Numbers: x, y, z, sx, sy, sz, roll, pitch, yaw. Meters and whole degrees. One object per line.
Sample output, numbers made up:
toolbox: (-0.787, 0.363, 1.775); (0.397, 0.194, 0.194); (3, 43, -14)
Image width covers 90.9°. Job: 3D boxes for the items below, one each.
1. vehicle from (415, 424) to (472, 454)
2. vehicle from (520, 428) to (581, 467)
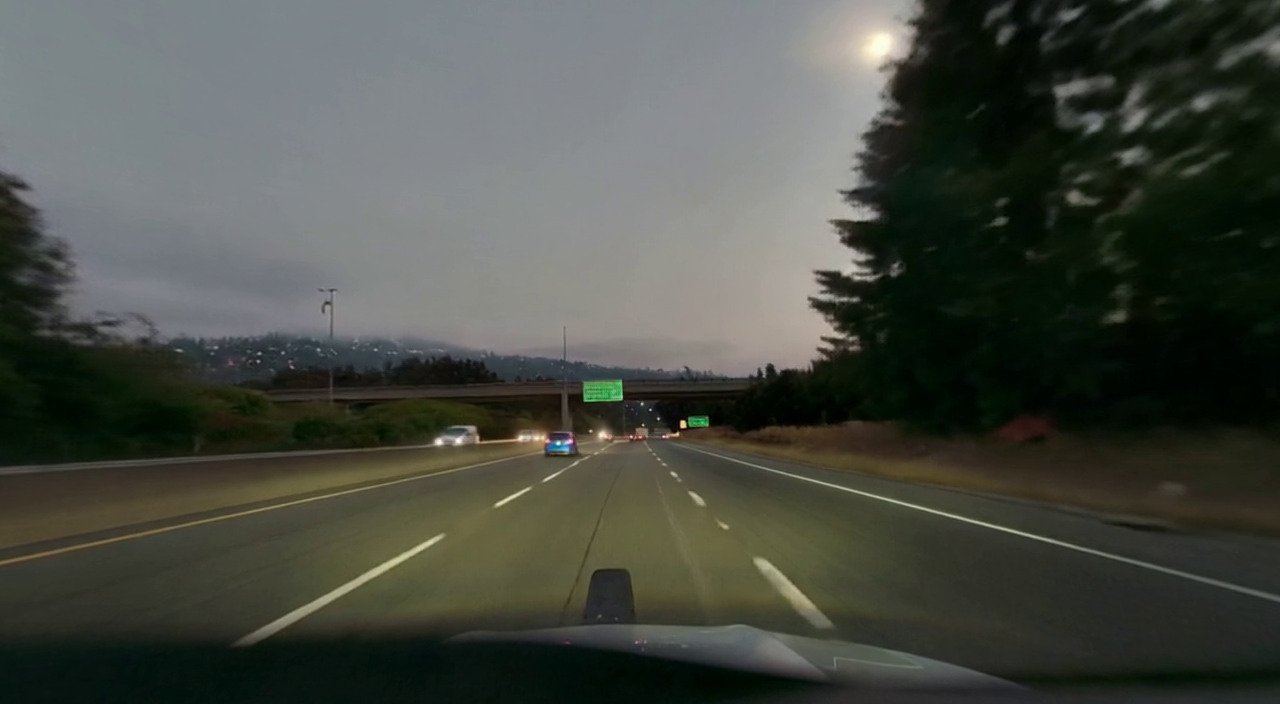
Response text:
vehicle: (-13.852, 6.165, 44.755); (2.341, 1.969, 5.181); (0, -8, 0)
vehicle: (-4.002, 4.342, 29.013); (2.086, 1.624, 4.607); (0, -8, 1)
